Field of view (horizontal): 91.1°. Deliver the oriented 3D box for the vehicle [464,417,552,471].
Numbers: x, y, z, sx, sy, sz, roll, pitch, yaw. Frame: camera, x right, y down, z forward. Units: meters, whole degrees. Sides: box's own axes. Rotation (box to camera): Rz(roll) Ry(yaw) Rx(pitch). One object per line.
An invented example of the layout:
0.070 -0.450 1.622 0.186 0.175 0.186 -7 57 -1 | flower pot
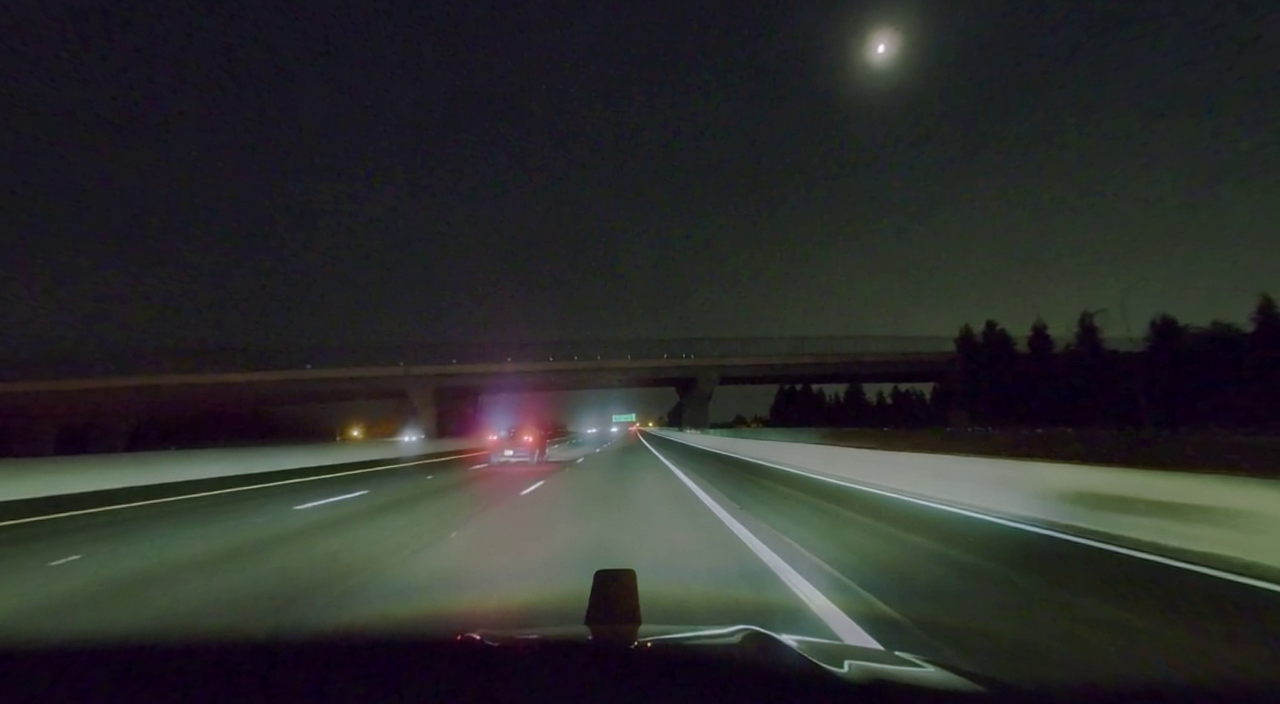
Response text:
-4.591 3.278 22.680 2.153 1.730 4.772 0 -8 0 | vehicle
